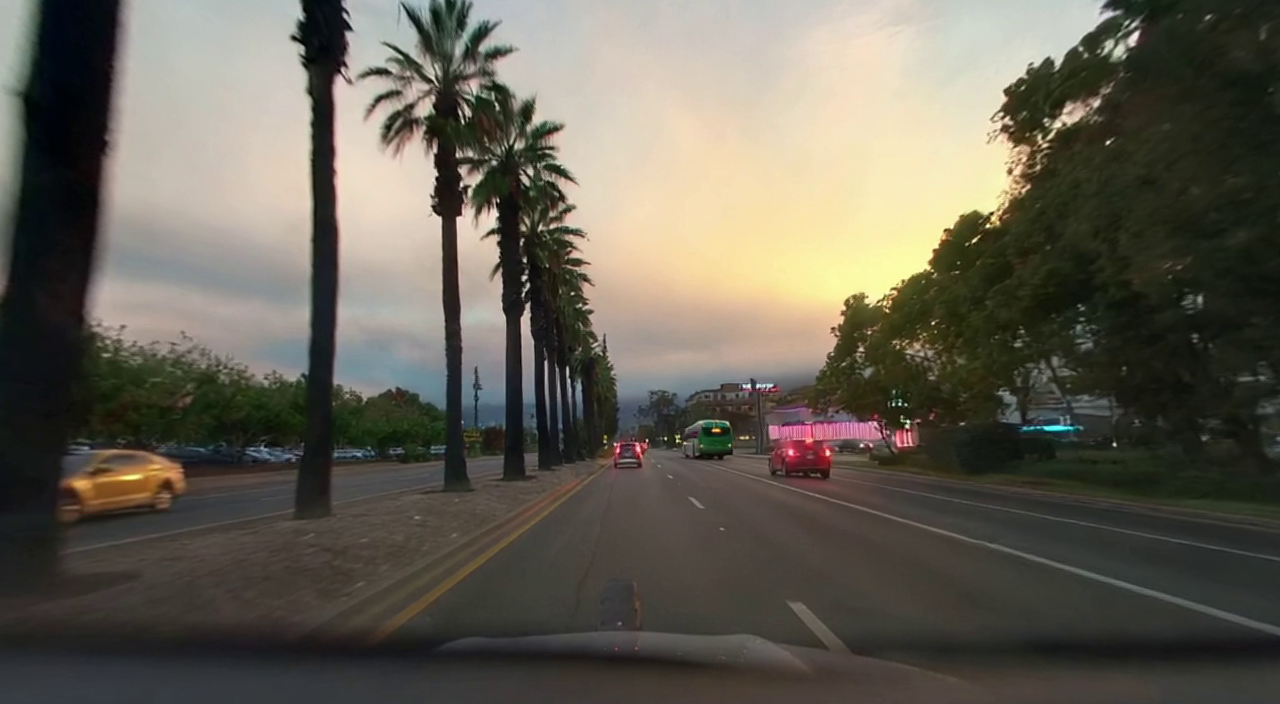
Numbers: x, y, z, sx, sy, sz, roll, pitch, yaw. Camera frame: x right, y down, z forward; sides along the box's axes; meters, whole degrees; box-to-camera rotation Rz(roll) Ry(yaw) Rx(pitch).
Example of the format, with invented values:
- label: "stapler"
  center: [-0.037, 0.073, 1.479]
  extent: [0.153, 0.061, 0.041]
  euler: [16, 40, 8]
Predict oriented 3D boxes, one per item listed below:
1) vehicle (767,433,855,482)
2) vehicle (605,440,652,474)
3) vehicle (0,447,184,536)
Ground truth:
- label: "vehicle"
  center: [6.287, 3.926, 23.716]
  extent: [2.031, 1.670, 4.154]
  euler: [0, -9, -1]
- label: "vehicle"
  center: [-0.485, 4.890, 29.619]
  extent: [2.065, 1.477, 4.306]
  euler: [0, -9, 0]
- label: "vehicle"
  center: [-11.734, 2.648, 12.575]
  extent: [1.925, 1.488, 4.485]
  euler: [0, -9, 0]
